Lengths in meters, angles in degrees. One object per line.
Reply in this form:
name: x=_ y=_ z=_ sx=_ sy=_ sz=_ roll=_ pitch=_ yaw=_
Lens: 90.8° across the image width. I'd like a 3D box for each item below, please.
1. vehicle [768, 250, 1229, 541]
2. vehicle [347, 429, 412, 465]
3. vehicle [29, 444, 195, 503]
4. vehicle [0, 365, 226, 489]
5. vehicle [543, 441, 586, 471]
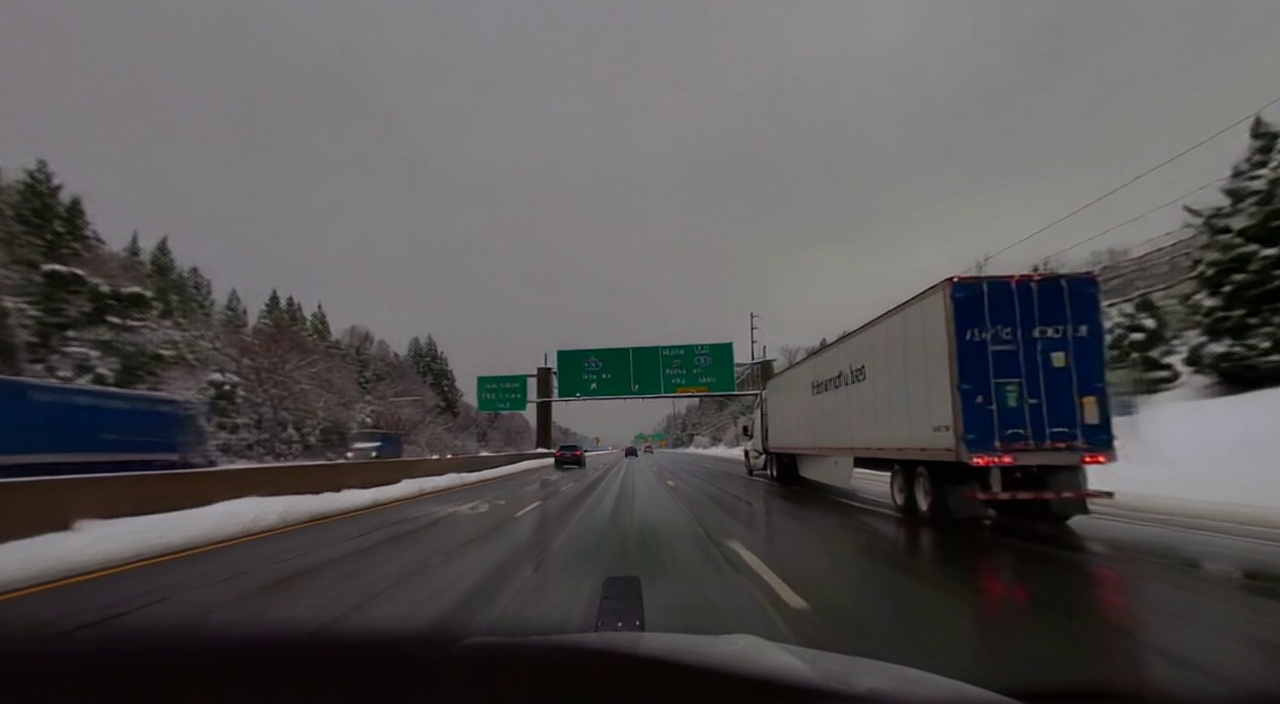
vehicle: x=6.658 y=1.756 z=16.951 sx=2.919 sy=4.195 sz=15.833 roll=0 pitch=-9 yaw=-1
vehicle: x=-17.978 y=6.582 z=43.867 sx=2.202 sy=2.326 sz=5.237 roll=-1 pitch=-9 yaw=0
vehicle: x=-13.404 y=3.062 z=16.300 sx=1.465 sy=1.338 sz=3.232 roll=0 pitch=-9 yaw=0
vehicle: x=-21.549 y=2.752 z=22.375 sx=2.886 sy=3.845 sz=16.291 roll=0 pitch=-9 yaw=0
vehicle: x=-4.365 y=6.092 z=37.071 sx=2.027 sy=1.651 sz=4.099 roll=0 pitch=-9 yaw=0
